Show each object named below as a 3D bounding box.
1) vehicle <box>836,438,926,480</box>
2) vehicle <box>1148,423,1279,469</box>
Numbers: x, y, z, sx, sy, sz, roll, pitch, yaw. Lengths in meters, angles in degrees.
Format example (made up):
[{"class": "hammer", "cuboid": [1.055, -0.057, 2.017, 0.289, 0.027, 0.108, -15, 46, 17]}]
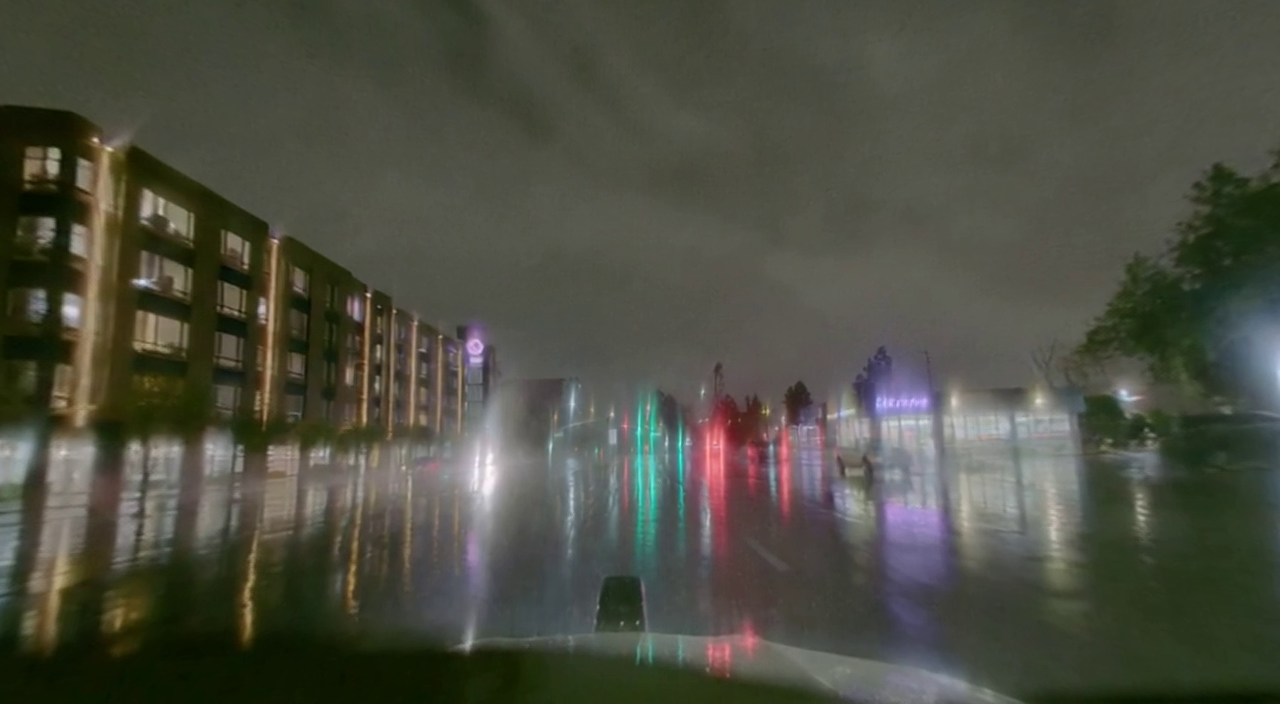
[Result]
[{"class": "vehicle", "cuboid": [10.590, 4.698, 28.168, 2.078, 1.688, 4.557, 1, -8, -1]}, {"class": "vehicle", "cuboid": [20.746, 3.302, 22.216, 1.760, 1.438, 4.642, 1, -8, -3]}]
